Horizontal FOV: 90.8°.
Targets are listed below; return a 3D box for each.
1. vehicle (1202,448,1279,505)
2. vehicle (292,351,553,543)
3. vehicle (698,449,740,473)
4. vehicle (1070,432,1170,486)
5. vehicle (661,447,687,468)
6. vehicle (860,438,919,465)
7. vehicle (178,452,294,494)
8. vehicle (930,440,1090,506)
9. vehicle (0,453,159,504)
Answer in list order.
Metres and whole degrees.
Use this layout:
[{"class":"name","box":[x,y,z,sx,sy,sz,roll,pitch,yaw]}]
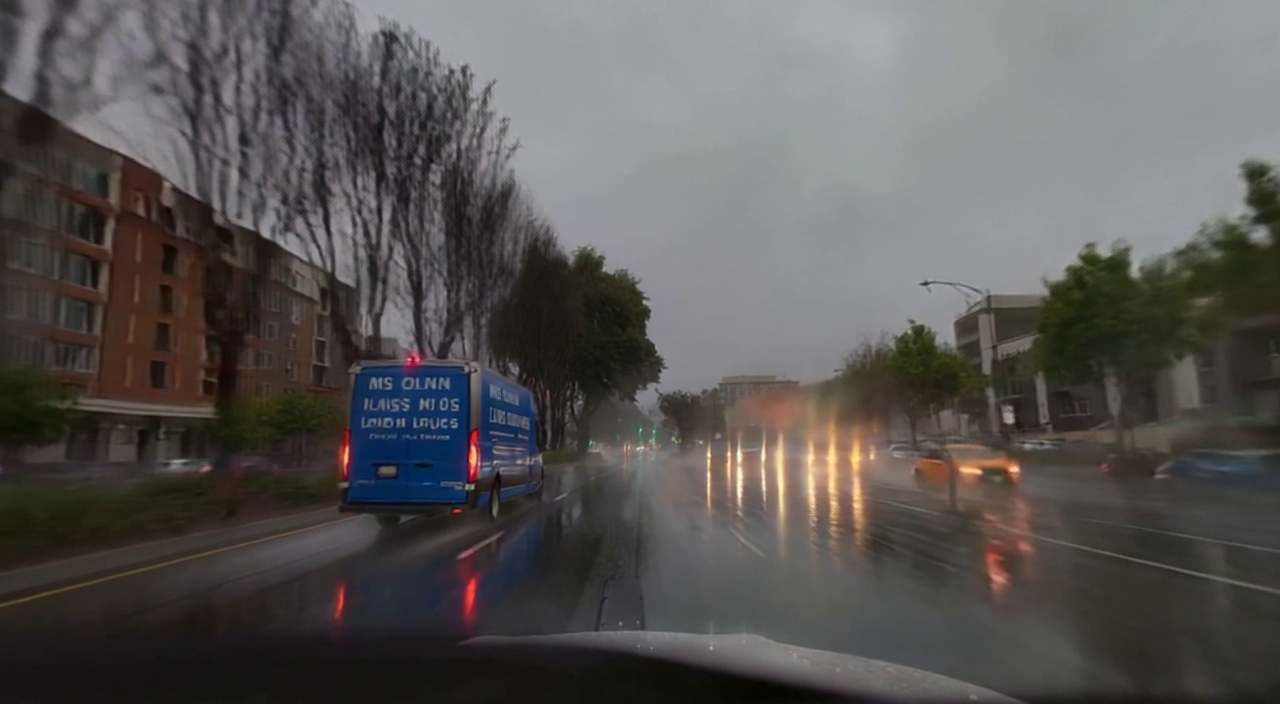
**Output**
[{"class":"vehicle","box":[16.297,3.225,16.727,1.519,1.364,3.372,-6,-10,33]},{"class":"vehicle","box":[-3.907,2.018,13.712,2.763,2.974,7.562,-1,-8,2]},{"class":"vehicle","box":[5.032,7.013,41.003,2.127,1.439,5.034,0,-8,1]},{"class":"vehicle","box":[16.435,3.624,21.562,4.218,1.622,1.930,9,-12,-43]},{"class":"vehicle","box":[2.600,8.090,48.651,1.878,1.534,4.120,-1,-8,2]},{"class":"vehicle","box":[16.917,6.734,42.734,4.333,1.698,1.959,8,-11,-43]},{"class":"vehicle","box":[-16.266,4.837,25.764,1.822,1.479,4.578,0,-8,-3]},{"class":"vehicle","box":[9.229,3.019,16.160,1.850,1.477,3.520,0,-9,-2]},{"class":"vehicle","box":[-19.835,4.397,22.421,1.886,1.553,4.659,0,-8,-1]}]
